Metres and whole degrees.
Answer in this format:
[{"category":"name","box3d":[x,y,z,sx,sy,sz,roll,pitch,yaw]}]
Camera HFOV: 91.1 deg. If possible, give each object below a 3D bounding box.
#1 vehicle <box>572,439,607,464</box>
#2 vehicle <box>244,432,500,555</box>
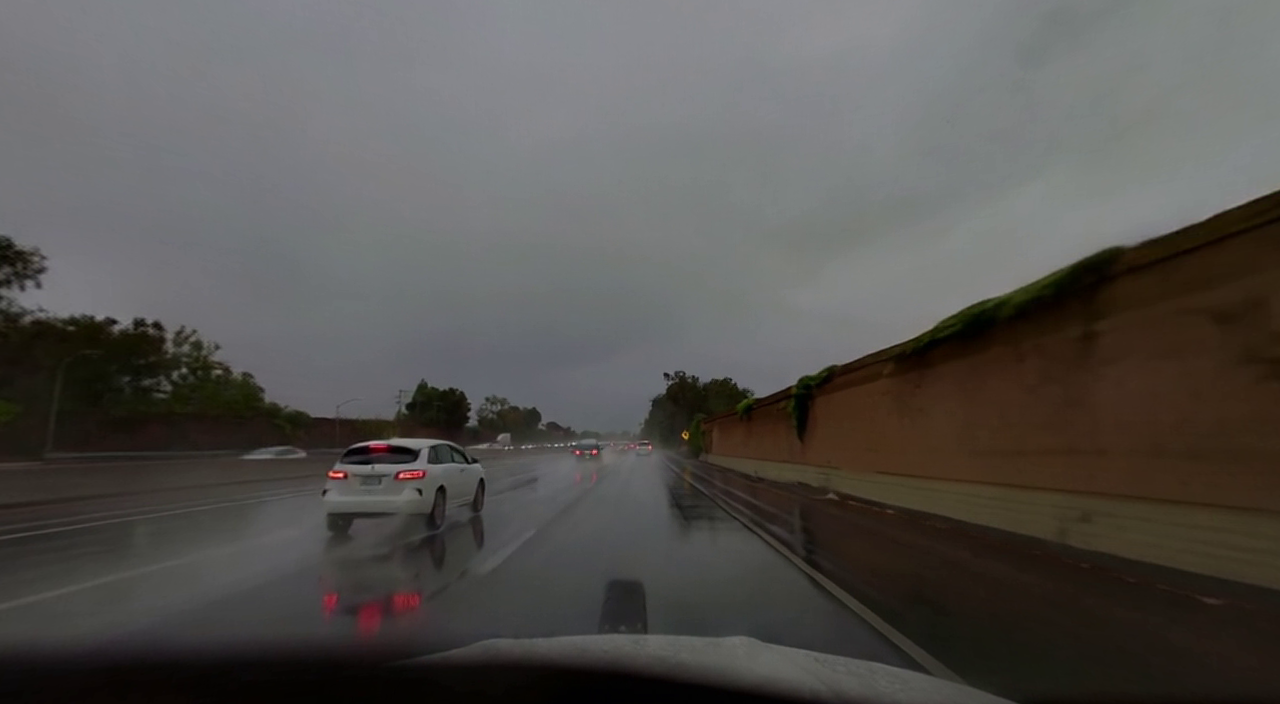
[{"category":"vehicle","box3d":[-3.512,7.090,44.757,2.036,1.636,4.511,0,-8,1]},{"category":"vehicle","box3d":[-3.824,2.095,10.133,1.945,1.484,4.803,0,-8,1]}]
